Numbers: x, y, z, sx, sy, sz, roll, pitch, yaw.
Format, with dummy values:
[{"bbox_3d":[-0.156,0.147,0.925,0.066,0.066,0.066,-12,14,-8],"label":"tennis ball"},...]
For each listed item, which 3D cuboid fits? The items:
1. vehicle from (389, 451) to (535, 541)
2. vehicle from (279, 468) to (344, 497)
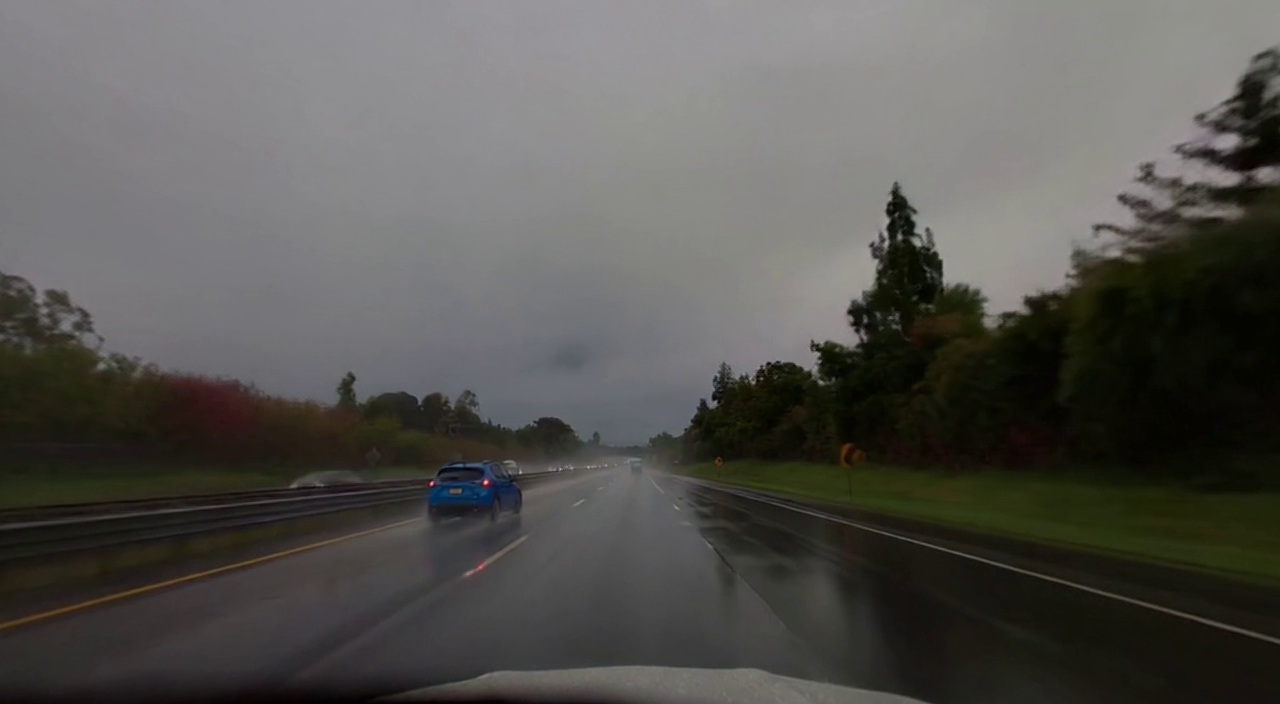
[{"bbox_3d":[-3.483,2.919,13.185,1.797,1.532,4.072,1,-10,1],"label":"vehicle"},{"bbox_3d":[-16.007,6.353,30.867,1.466,1.333,3.189,1,-10,-1],"label":"vehicle"}]
